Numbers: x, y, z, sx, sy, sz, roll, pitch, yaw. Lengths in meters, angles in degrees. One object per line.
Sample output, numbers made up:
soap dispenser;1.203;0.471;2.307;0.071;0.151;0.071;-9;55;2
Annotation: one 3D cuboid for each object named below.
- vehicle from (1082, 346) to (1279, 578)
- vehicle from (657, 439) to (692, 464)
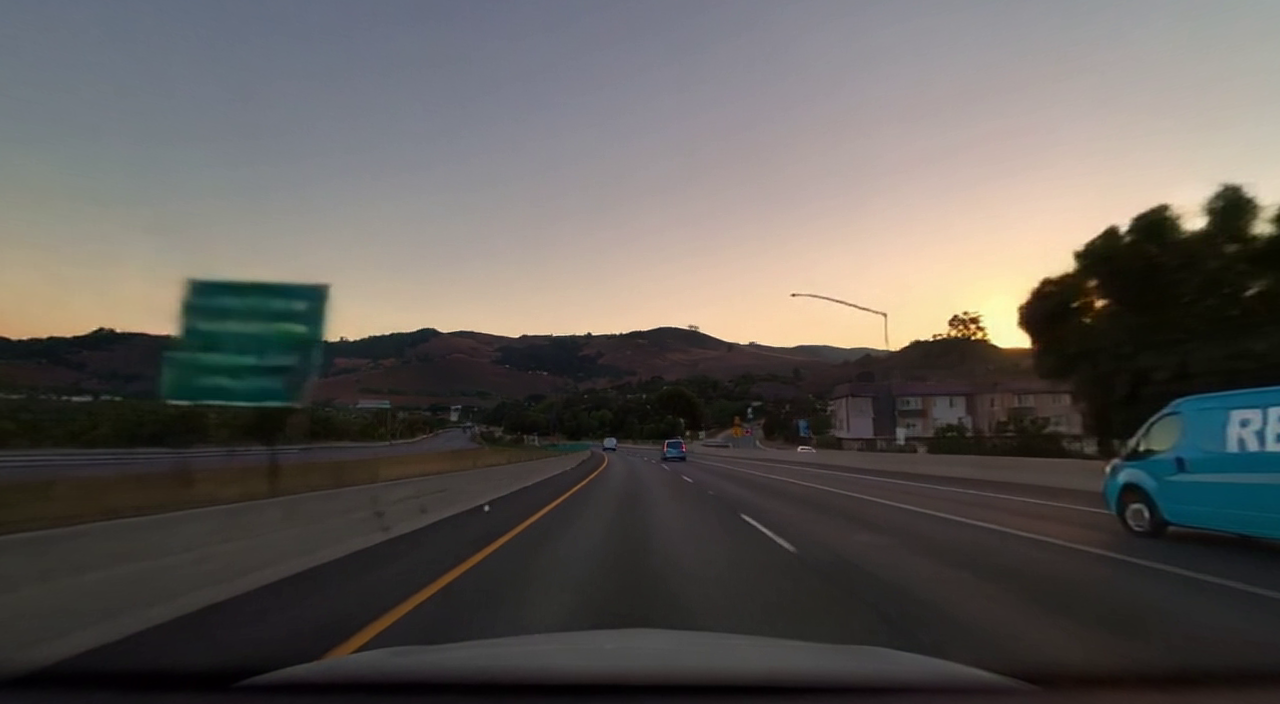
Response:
vehicle;6.880;0.937;5.308;2.275;2.059;5.543;0;-8;0
vehicle;2.640;7.724;49.233;2.210;1.815;4.571;1;-8;-3
